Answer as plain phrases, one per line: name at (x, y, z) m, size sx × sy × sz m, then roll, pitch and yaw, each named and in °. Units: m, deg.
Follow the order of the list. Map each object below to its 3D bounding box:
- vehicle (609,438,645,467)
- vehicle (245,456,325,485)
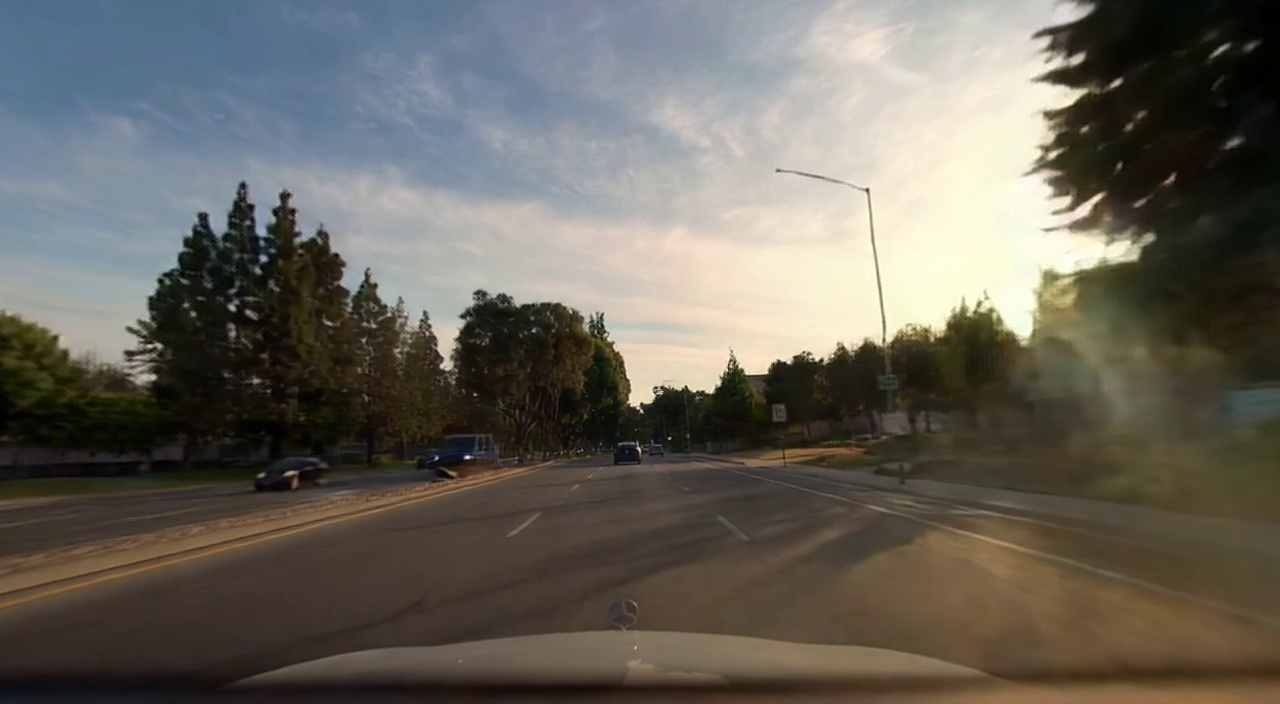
vehicle at (-0.776, 6.390, 40.139) m, size 2.174 × 1.703 × 4.231 m, roll 0°, pitch -9°, yaw 0°
vehicle at (-20.353, 6.803, 36.496) m, size 2.018 × 1.481 × 4.687 m, roll 0°, pitch -9°, yaw -1°
